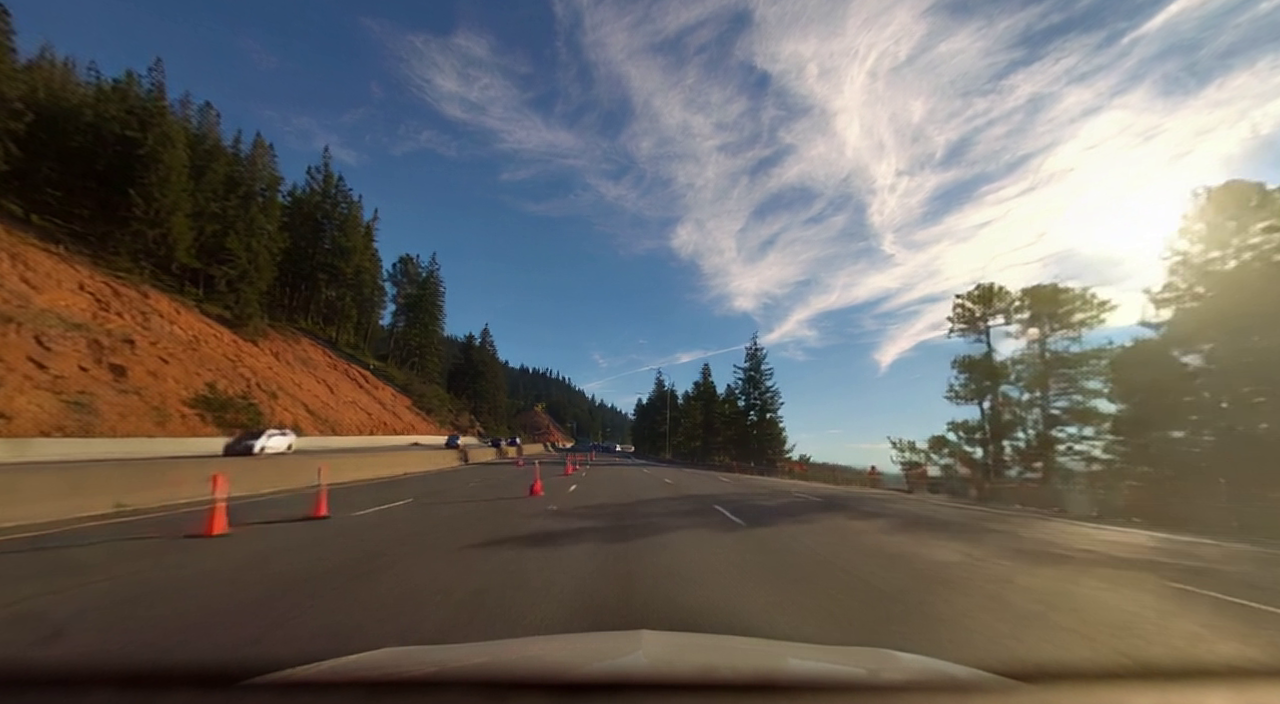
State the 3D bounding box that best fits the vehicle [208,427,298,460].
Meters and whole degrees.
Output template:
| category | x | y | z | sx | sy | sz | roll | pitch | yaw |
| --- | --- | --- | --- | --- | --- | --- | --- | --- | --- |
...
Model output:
| category | x | y | z | sx | sy | sz | roll | pitch | yaw |
| --- | --- | --- | --- | --- | --- | --- | --- | --- | --- |
| vehicle | -19.570 | 4.690 | 32.149 | 1.885 | 1.562 | 4.312 | 1 | -9 | -1 |
